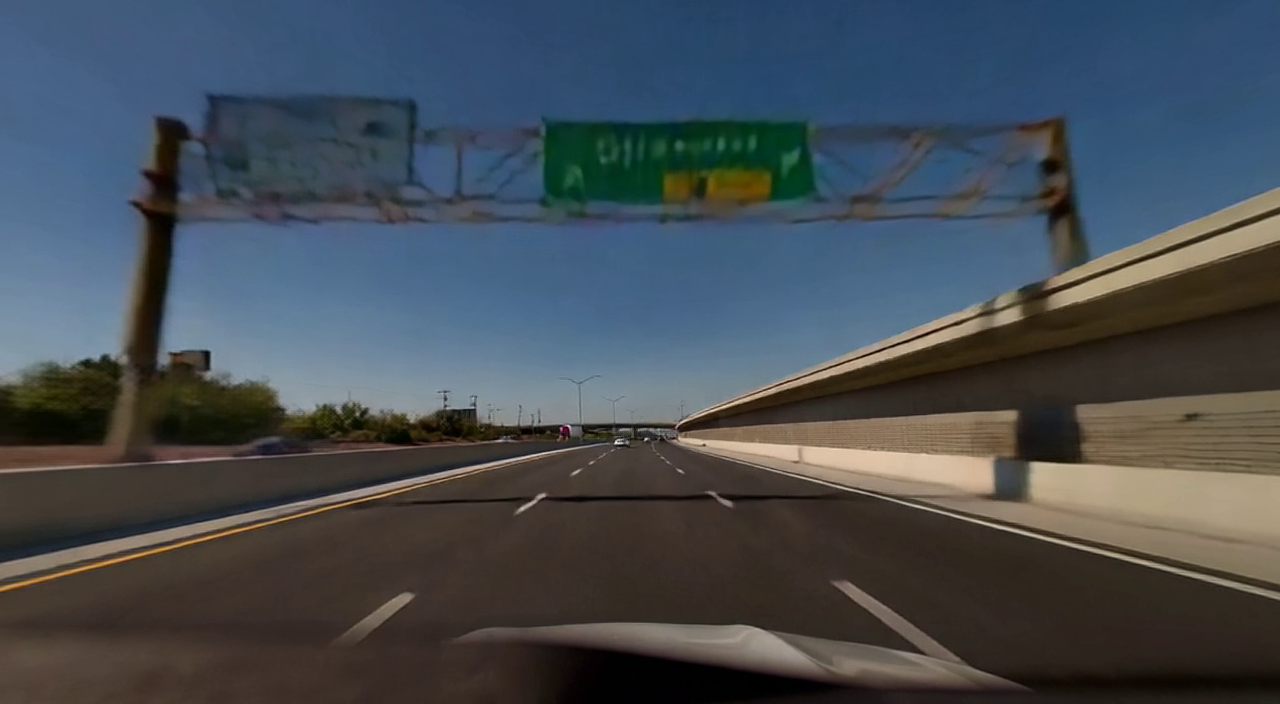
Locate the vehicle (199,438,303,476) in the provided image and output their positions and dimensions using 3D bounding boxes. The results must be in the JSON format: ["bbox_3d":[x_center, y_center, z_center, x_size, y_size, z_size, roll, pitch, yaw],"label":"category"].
[{"bbox_3d":[-17.055,4.574,27.936,1.923,1.508,4.253,0,-8,0],"label":"vehicle"}]
